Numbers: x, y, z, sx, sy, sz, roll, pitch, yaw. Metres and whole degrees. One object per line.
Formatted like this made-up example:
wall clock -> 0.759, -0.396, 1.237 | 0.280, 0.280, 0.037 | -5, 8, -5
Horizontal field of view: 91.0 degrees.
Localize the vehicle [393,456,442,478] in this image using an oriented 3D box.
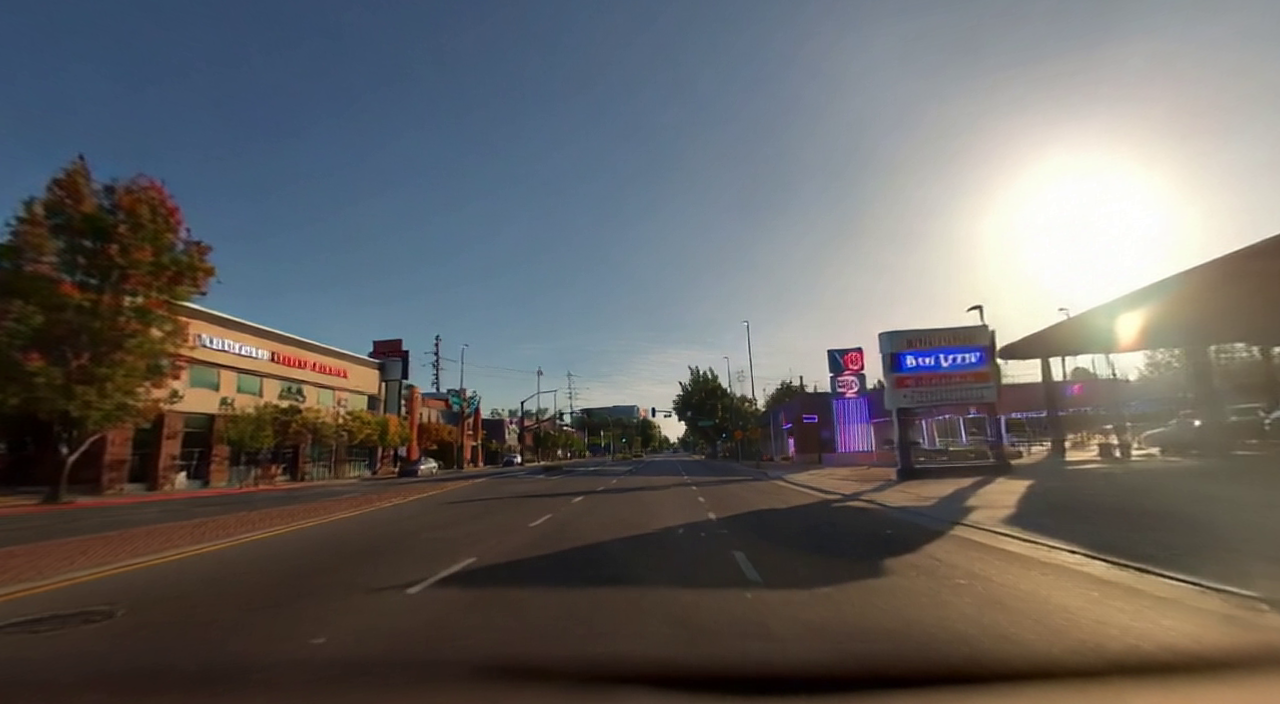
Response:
vehicle -> -16.732, 8.658, 47.548 | 1.938, 1.465, 4.744 | -2, -9, 1
